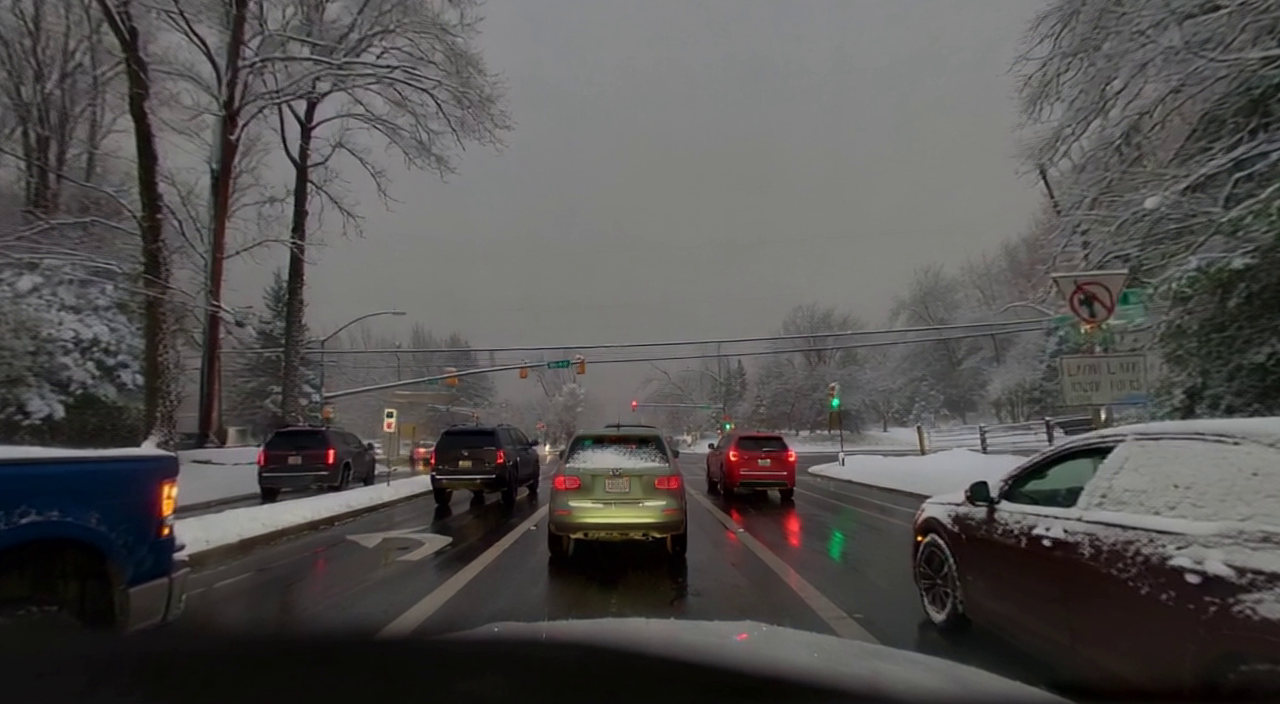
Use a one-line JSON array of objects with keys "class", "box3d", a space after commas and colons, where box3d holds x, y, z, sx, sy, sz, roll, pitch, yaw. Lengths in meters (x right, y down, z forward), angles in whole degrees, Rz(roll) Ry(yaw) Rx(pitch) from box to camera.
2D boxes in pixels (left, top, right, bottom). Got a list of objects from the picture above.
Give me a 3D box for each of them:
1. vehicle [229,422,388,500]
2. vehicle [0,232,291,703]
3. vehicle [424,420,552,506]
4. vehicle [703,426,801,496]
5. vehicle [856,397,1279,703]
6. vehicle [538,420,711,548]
[{"class": "vehicle", "box3d": [-8.414, 2.807, 16.658, 2.385, 1.687, 5.025, 2, -9, -12]}, {"class": "vehicle", "box3d": [-3.453, 0.441, 0.846, 2.656, 2.021, 5.800, 0, -8, 0]}, {"class": "vehicle", "box3d": [-3.651, 2.765, 16.090, 2.089, 1.857, 4.488, 0, -8, 1]}, {"class": "vehicle", "box3d": [3.204, 3.225, 19.065, 2.102, 1.841, 4.587, 0, -8, 0]}, {"class": "vehicle", "box3d": [3.017, 1.121, 3.626, 1.874, 1.477, 4.698, 0, -8, 0]}, {"class": "vehicle", "box3d": [-0.210, 1.958, 9.937, 2.194, 1.607, 3.690, 0, -8, 0]}]
